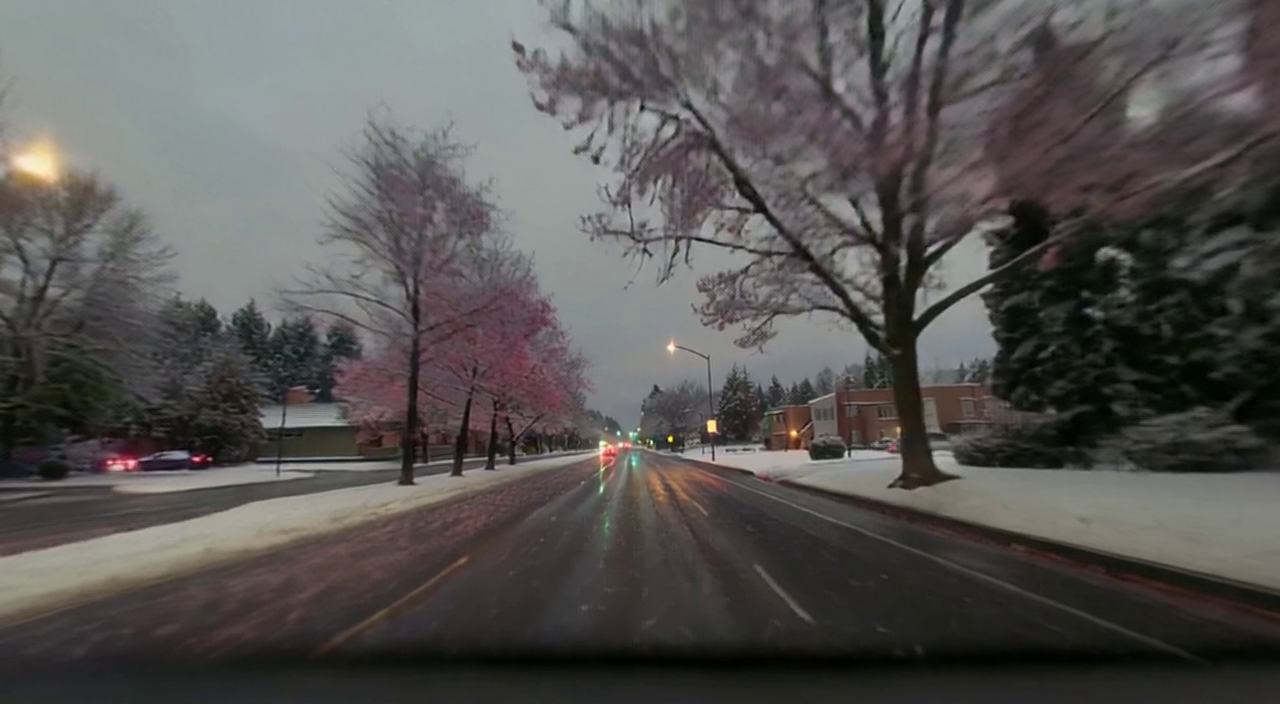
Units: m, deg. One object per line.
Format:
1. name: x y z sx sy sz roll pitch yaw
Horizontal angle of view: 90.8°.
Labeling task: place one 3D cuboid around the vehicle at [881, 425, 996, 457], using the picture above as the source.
1. vehicle: 15.170 4.558 32.358 4.877 1.592 1.913 0 -8 2
